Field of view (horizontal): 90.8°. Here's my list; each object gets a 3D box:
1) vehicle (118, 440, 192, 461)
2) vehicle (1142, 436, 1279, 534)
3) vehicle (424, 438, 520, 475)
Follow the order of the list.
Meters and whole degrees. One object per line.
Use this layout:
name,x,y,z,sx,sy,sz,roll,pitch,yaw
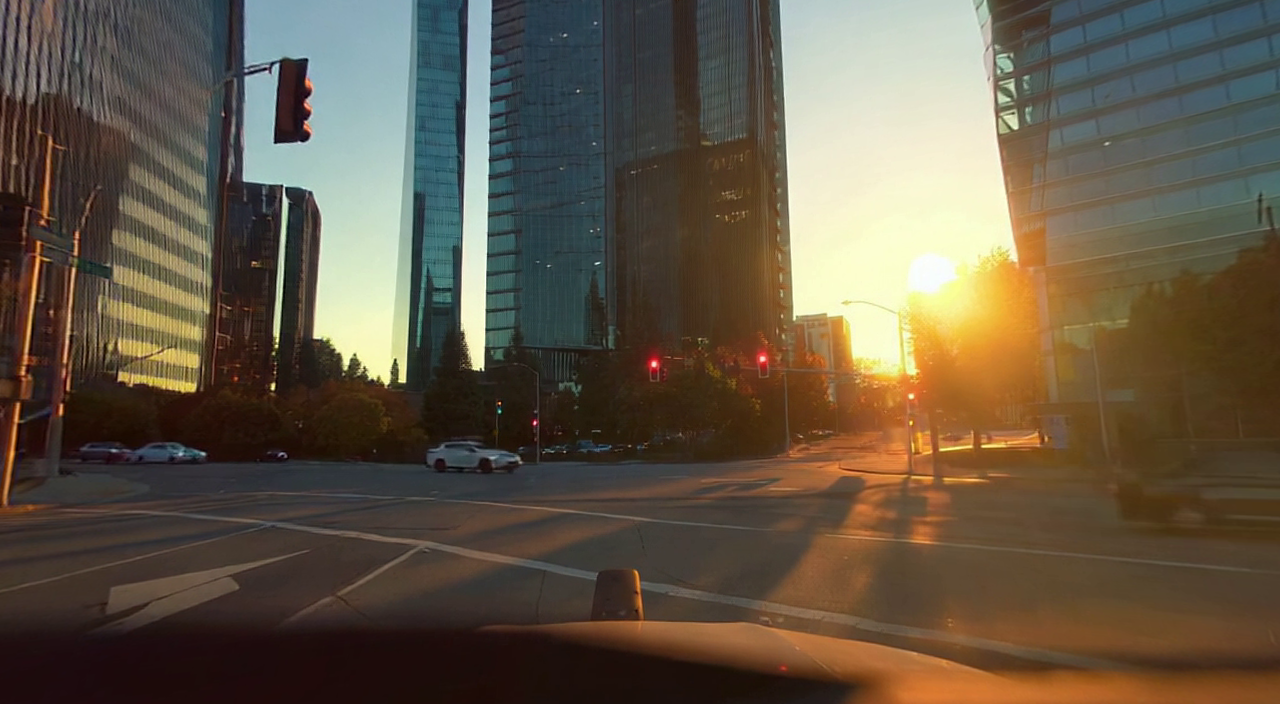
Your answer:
vehicle,-36.123,7.307,47.011,5.408,1.505,2.091,-5,-10,27
vehicle,10.932,2.044,9.805,4.798,1.461,1.939,-7,-11,37
vehicle,-7.538,4.652,28.222,4.110,1.511,1.883,-6,-10,35
